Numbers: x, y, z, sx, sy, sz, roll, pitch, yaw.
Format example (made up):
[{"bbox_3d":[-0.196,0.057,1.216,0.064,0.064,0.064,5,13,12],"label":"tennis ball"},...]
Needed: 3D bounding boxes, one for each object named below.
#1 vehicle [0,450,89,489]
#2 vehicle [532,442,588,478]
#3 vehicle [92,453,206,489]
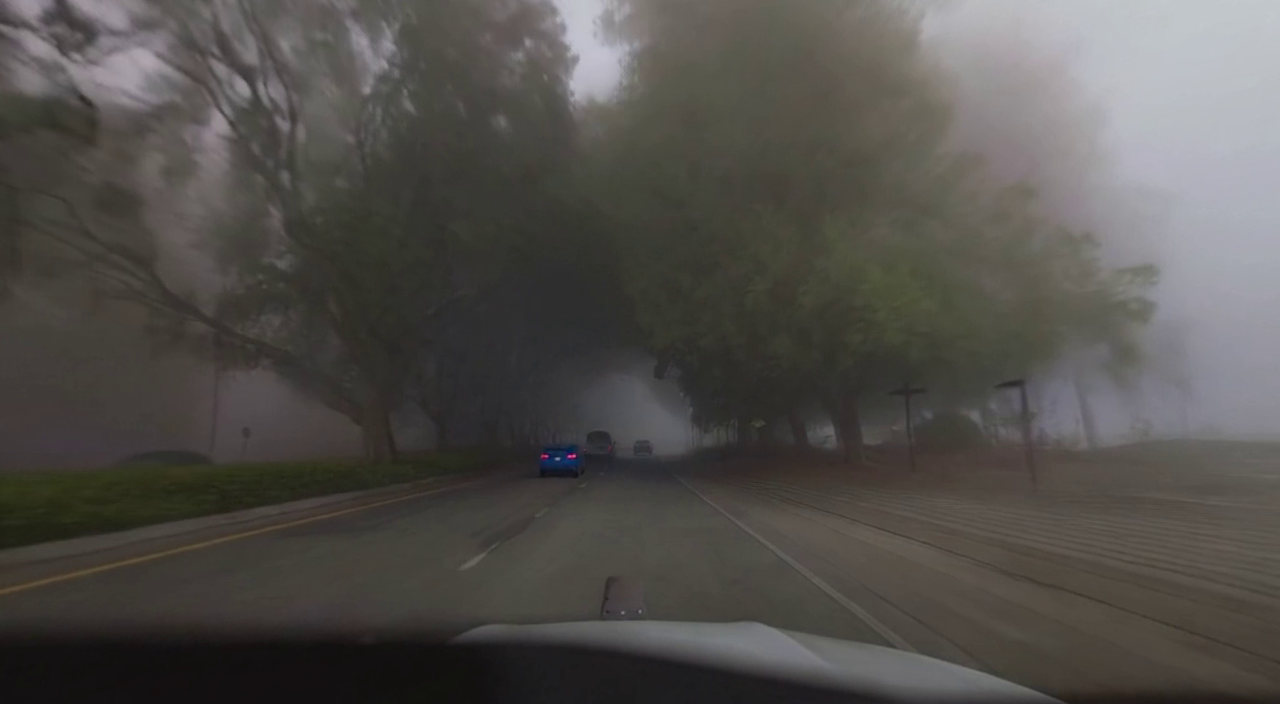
[{"bbox_3d":[-32.681,6.320,33.676,2.140,1.763,5.276,2,-14,-6],"label":"vehicle"},{"bbox_3d":[-3.526,4.825,28.512,2.009,1.473,4.028,0,-8,-1],"label":"vehicle"},{"bbox_3d":[-22.862,5.517,29.664,1.817,1.499,4.440,0,-8,-1],"label":"vehicle"}]
